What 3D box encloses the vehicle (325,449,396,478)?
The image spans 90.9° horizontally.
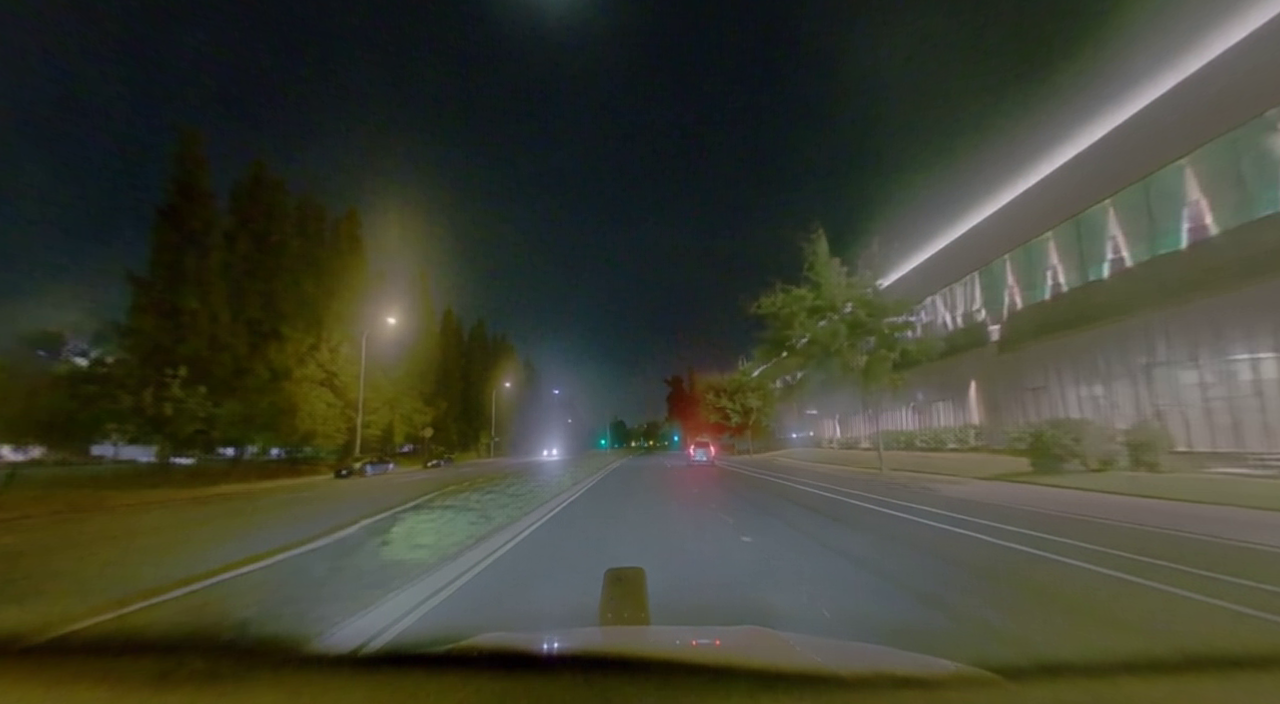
[{"bbox_3d":[-16.401,6.535,37.335,2.009,1.540,4.849,0,-8,0],"label":"vehicle"}]

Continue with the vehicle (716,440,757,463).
[{"bbox_3d":[6.592,6.880,43.608,2.100,1.491,4.563,0,-8,0],"label":"vehicle"}]

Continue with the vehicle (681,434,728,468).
[{"bbox_3d":[3.539,5.530,35.426,2.143,1.759,4.378,0,-8,-1],"label":"vehicle"}]
